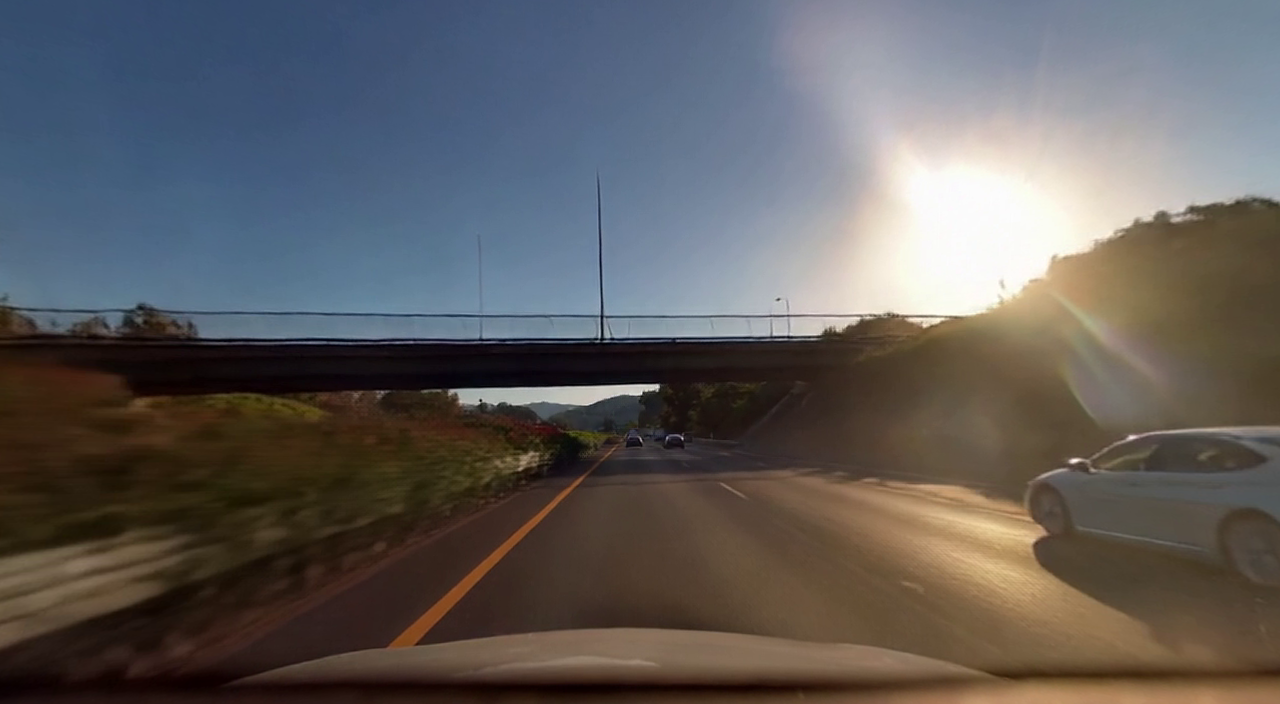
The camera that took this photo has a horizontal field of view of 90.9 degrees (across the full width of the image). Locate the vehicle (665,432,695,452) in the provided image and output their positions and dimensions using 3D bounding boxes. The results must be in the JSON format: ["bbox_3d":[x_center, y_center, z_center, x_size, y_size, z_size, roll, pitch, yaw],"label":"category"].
[{"bbox_3d":[3.059,7.041,49.213,1.981,1.490,3.449,0,-8,-3],"label":"vehicle"}]

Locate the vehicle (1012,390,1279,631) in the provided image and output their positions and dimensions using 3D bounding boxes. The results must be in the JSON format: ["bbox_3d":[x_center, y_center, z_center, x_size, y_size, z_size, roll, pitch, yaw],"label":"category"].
[{"bbox_3d":[5.180,1.144,4.898,1.940,1.578,4.122,0,-8,-2],"label":"vehicle"}]
